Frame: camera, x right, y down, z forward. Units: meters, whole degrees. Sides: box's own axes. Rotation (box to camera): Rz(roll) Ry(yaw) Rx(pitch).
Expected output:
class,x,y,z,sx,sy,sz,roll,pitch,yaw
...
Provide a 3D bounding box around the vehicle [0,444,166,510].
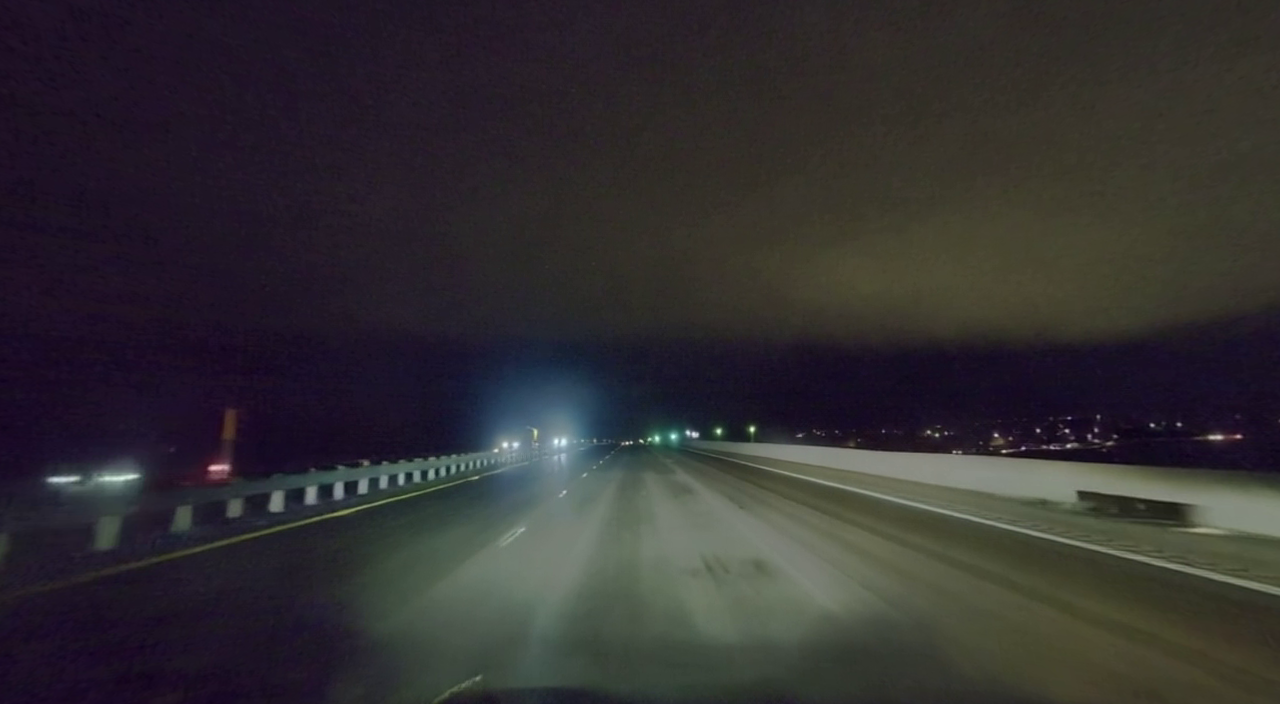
class,x,y,z,sx,sy,sz,roll,pitch,yaw
vehicle,-16.114,3.406,17.724,1.944,1.556,4.504,0,-8,0
